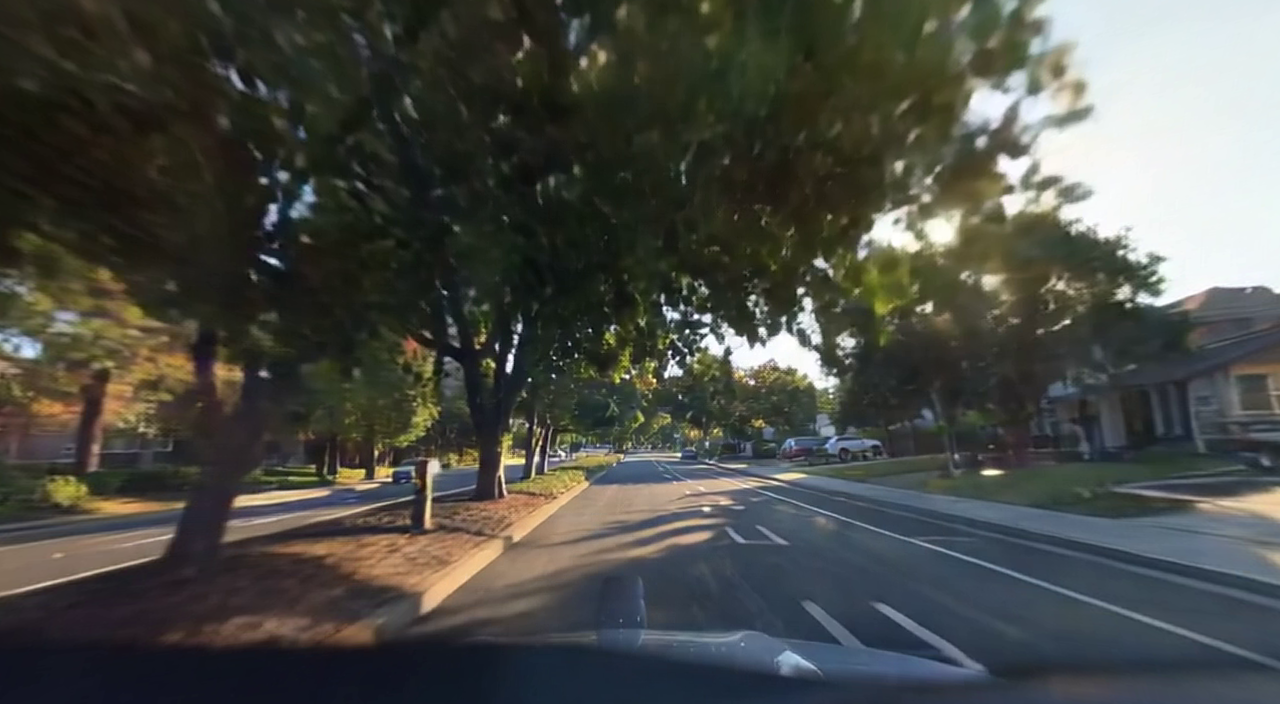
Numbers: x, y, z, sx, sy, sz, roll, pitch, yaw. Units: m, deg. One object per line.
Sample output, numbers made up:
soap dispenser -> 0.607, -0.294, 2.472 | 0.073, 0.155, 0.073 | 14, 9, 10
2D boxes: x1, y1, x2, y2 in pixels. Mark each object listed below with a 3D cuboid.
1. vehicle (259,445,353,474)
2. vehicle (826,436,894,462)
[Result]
vehicle -> -21.971, 7.099, 41.732 | 4.889, 1.822, 2.159 | 0, -8, -3
vehicle -> 15.403, 6.779, 44.389 | 4.010, 1.751, 1.922 | -1, -8, 3
